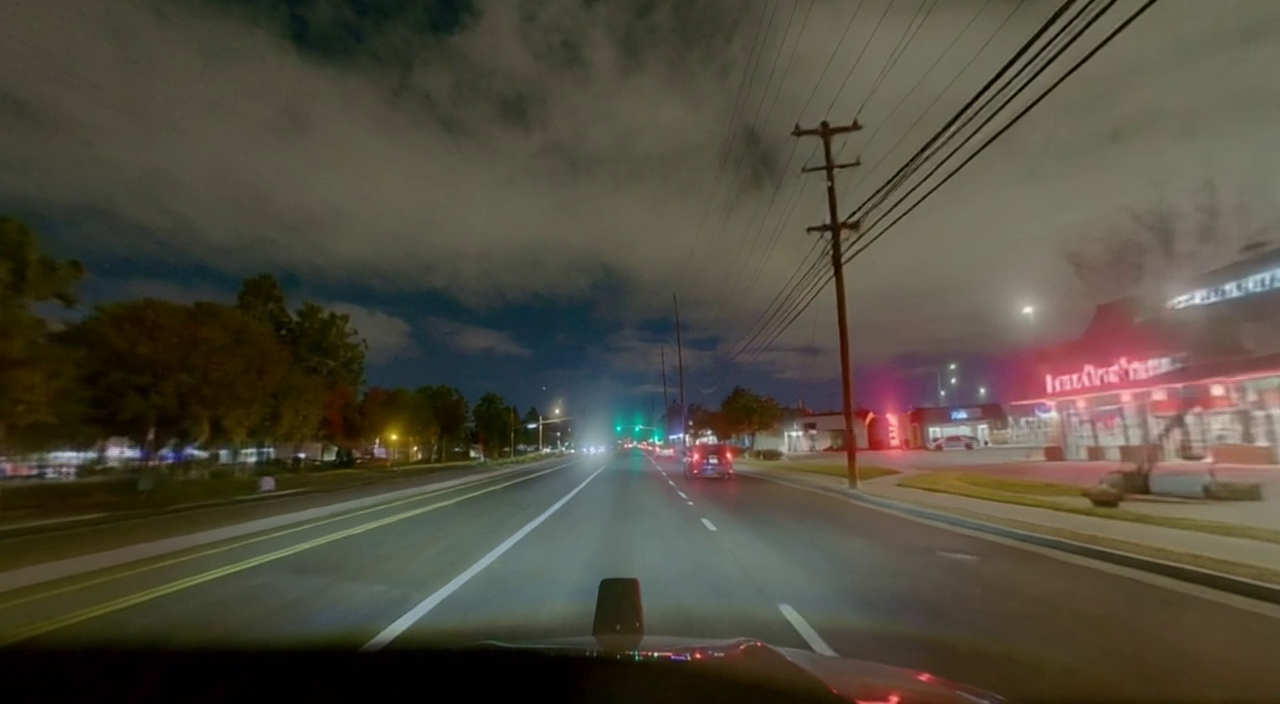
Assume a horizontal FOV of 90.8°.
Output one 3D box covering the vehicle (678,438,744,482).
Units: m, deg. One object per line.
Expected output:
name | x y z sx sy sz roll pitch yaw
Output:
vehicle | 2.593 4.037 23.821 1.975 1.497 3.647 0 -9 -1
